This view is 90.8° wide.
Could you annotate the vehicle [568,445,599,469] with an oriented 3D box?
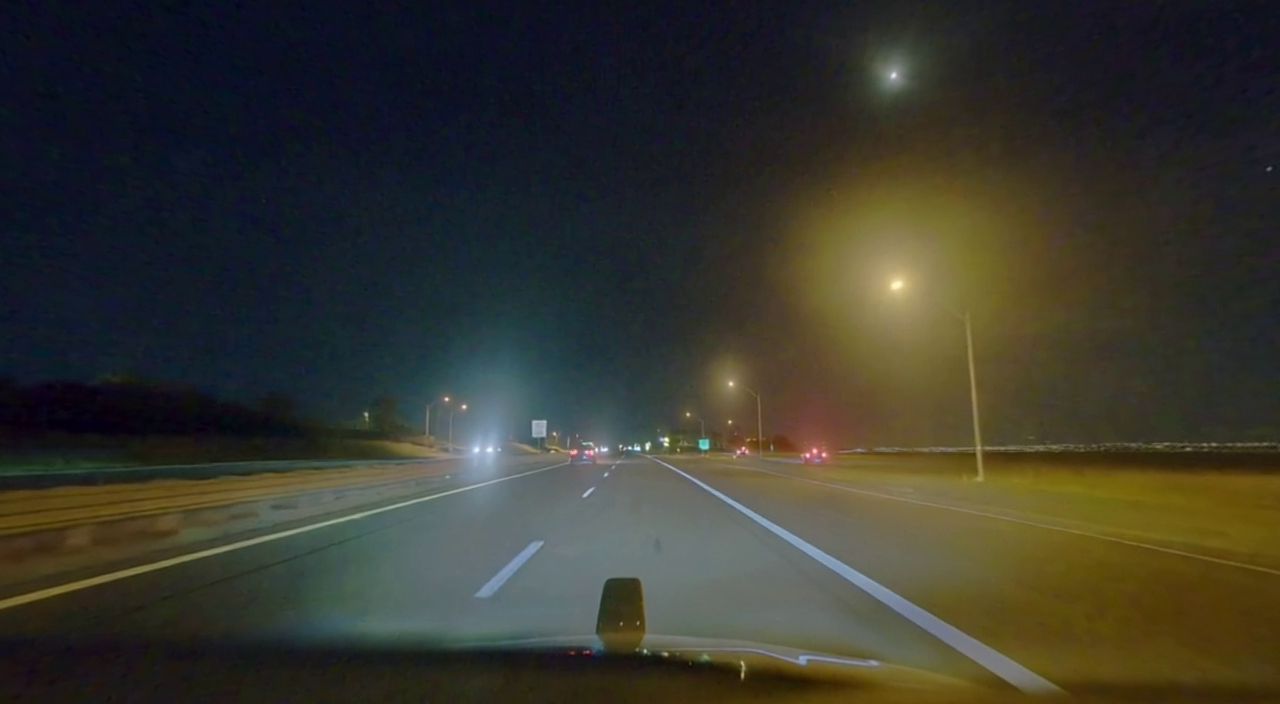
[{"bbox_3d":[-3.925,7.344,44.246,1.835,1.531,3.811,0,-9,-1],"label":"vehicle"}]
